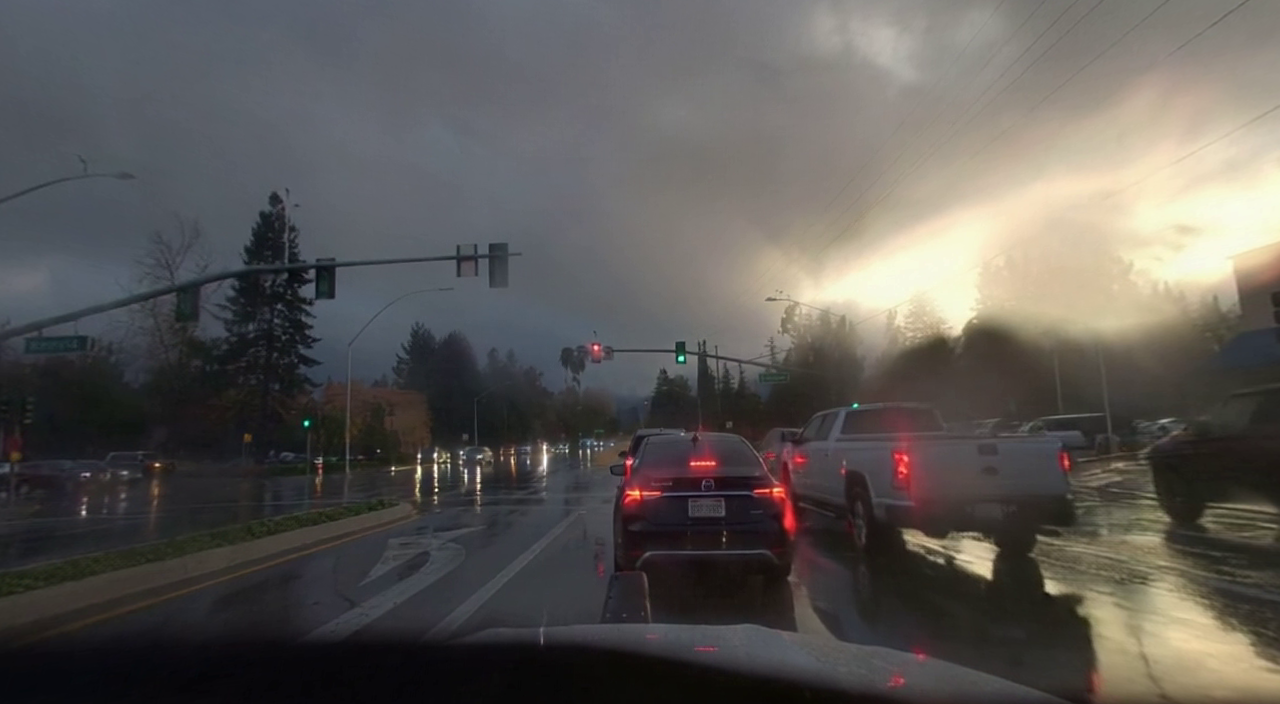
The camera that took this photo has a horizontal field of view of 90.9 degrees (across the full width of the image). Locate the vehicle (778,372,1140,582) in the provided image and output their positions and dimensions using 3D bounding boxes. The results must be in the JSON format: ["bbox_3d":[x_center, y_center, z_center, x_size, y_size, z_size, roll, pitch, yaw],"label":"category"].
[{"bbox_3d":[3.827,1.647,9.133,2.358,2.116,5.328,0,-8,-1],"label":"vehicle"}]

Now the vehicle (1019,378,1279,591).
[{"bbox_3d":[7.264,1.459,7.349,2.323,2.009,5.266,0,-8,-1],"label":"vehicle"}]

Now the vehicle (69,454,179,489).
[{"bbox_3d":[-29.078,6.696,35.601,4.789,1.828,2.025,-2,-9,10],"label":"vehicle"}]

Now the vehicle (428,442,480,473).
[{"bbox_3d":[-11.889,6.749,40.624,1.991,1.844,4.393,0,-8,0],"label":"vehicle"}]

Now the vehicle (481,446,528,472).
[{"bbox_3d":[-8.357,6.617,39.237,2.002,1.469,4.301,0,-8,-1],"label":"vehicle"}]

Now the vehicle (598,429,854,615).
[{"bbox_3d":[0.600,1.621,6.939,2.038,1.447,3.756,0,-8,-3],"label":"vehicle"}]
